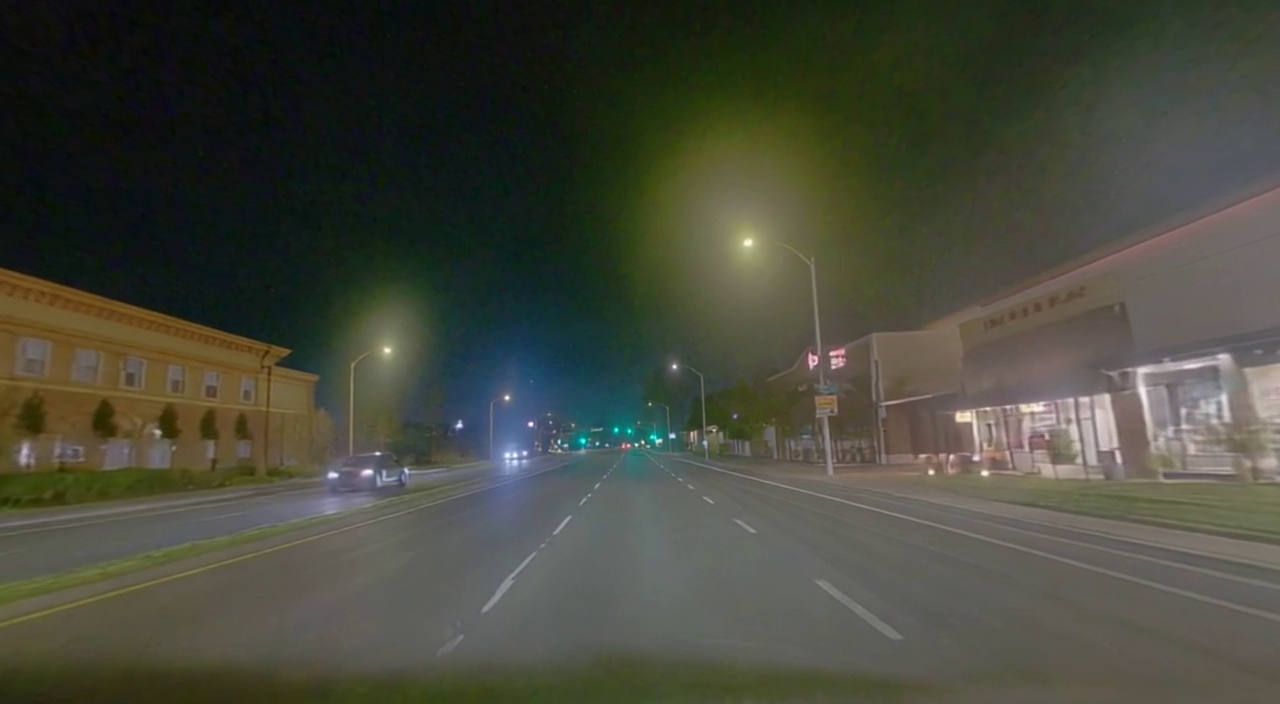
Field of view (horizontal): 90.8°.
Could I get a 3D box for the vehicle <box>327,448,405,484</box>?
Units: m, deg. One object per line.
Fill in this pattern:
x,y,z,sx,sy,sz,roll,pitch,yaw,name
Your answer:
-15.082,6.281,35.111,2.043,1.797,4.919,-1,-8,1,vehicle
